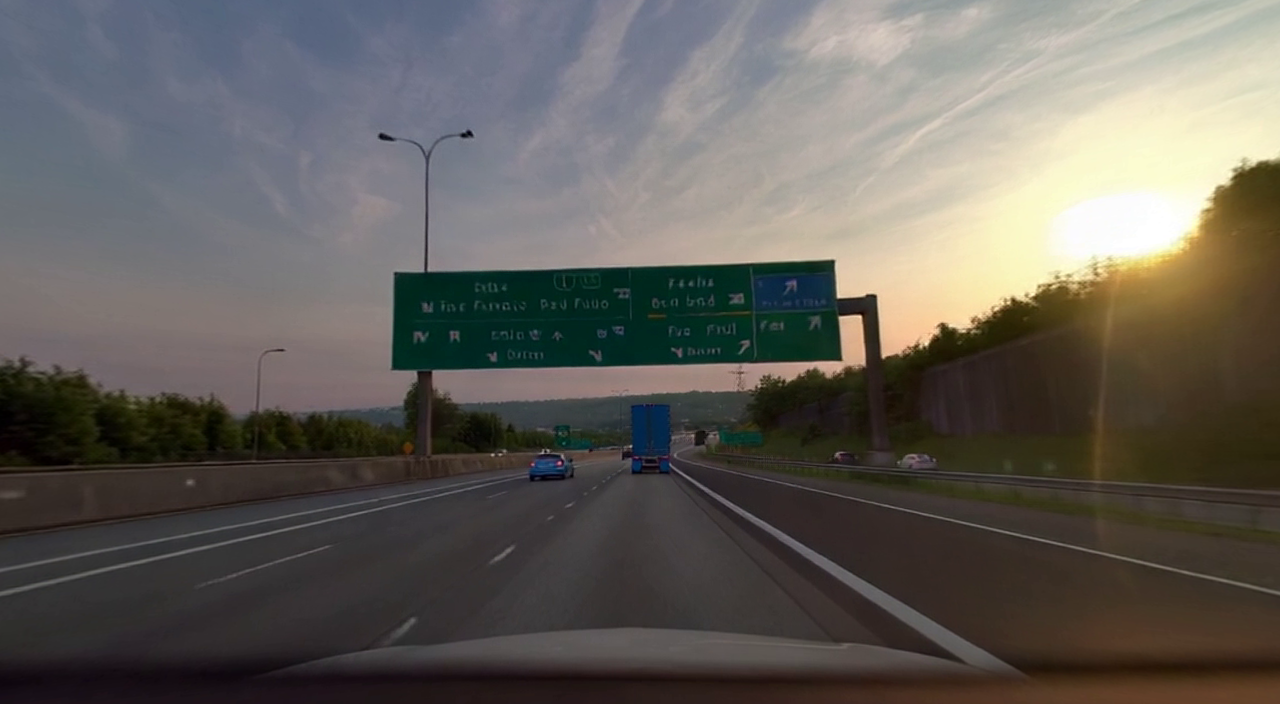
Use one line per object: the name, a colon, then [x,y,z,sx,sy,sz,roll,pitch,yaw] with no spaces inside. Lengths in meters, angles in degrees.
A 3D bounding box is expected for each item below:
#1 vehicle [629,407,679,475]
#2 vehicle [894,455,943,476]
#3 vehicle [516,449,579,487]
vehicle: [0.976,6.179,43.447,3.022,4.072,10.318,0,-9,2]
vehicle: [20.314,8.270,46.115,1.857,1.407,3.719,0,-9,0]
vehicle: [-3.875,4.927,27.146,1.931,1.466,4.458,0,-9,1]
